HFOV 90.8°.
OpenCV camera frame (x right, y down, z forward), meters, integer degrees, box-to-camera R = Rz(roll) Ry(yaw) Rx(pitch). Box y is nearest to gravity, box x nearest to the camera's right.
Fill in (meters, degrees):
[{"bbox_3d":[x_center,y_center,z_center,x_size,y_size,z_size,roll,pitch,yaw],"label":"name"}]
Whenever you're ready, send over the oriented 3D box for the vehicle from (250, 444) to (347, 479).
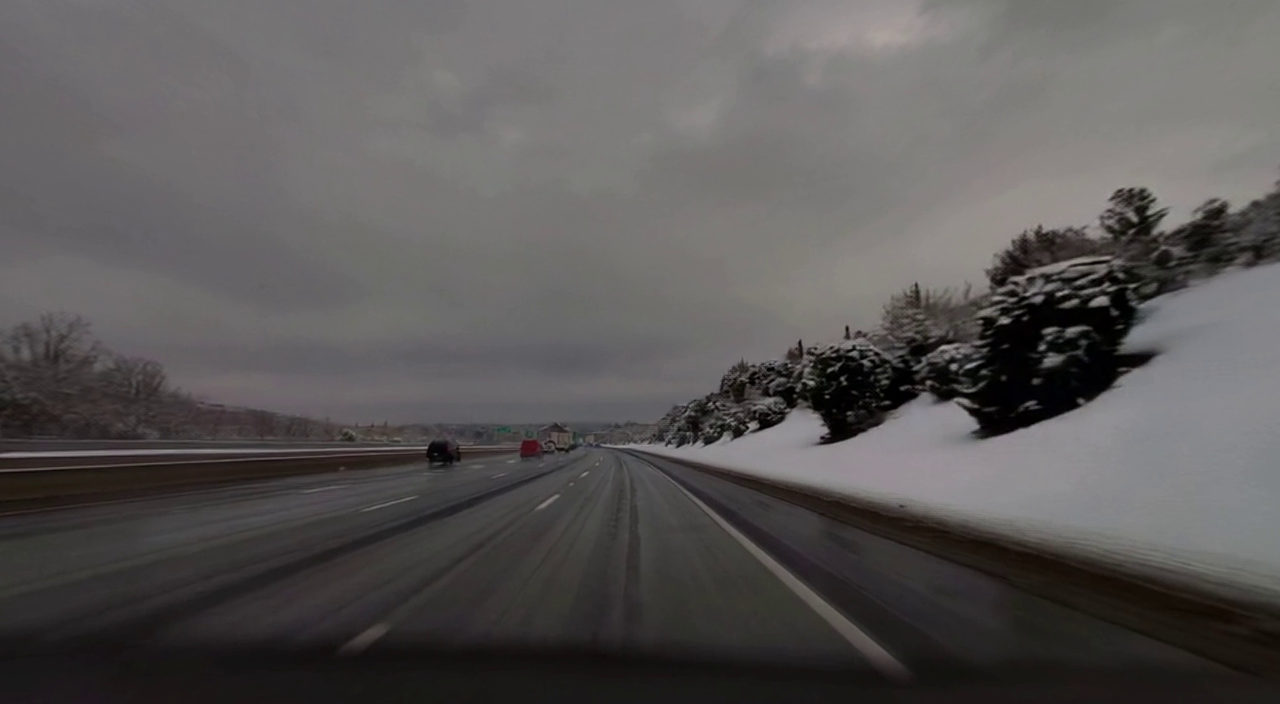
[{"bbox_3d":[-15.523,4.980,29.038,1.955,1.429,4.575,0,-8,-1],"label":"vehicle"}]
